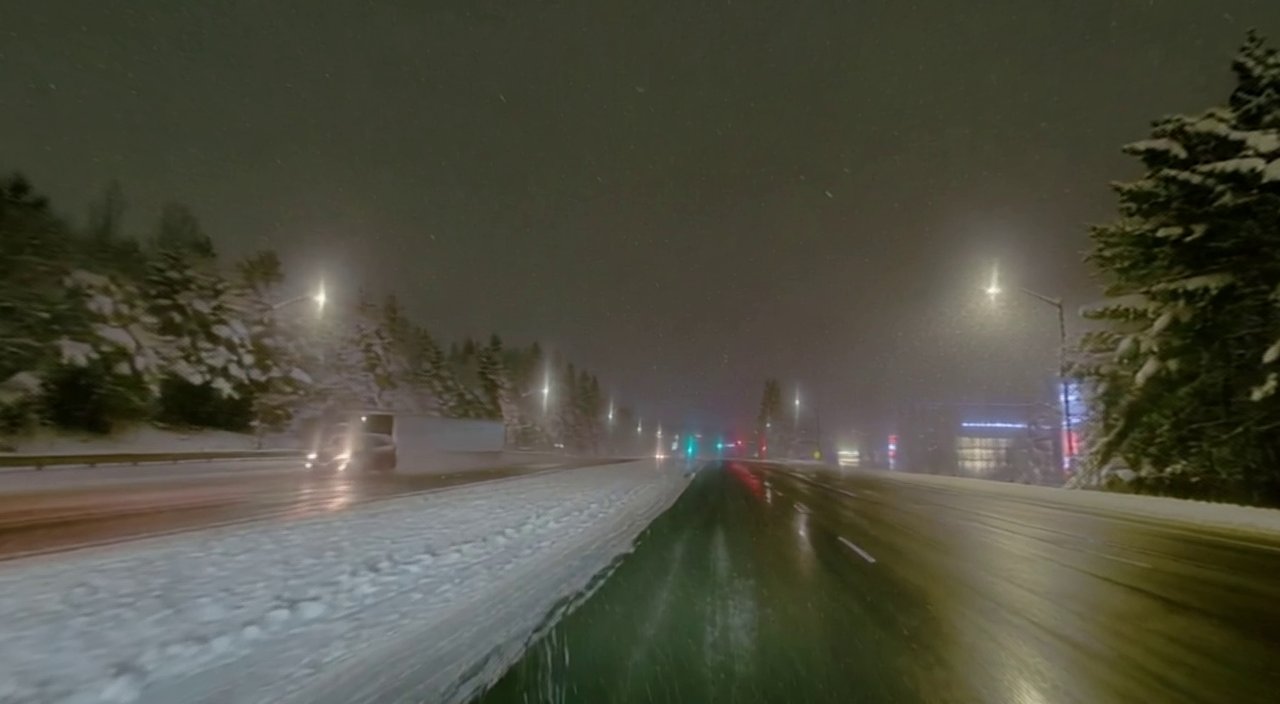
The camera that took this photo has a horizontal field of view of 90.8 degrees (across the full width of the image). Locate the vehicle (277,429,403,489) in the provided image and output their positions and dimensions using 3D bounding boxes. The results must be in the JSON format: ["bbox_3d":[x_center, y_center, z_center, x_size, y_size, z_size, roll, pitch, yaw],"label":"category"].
[{"bbox_3d":[-9.711,3.493,20.838,1.932,1.781,3.906,-1,-9,5],"label":"vehicle"}]
